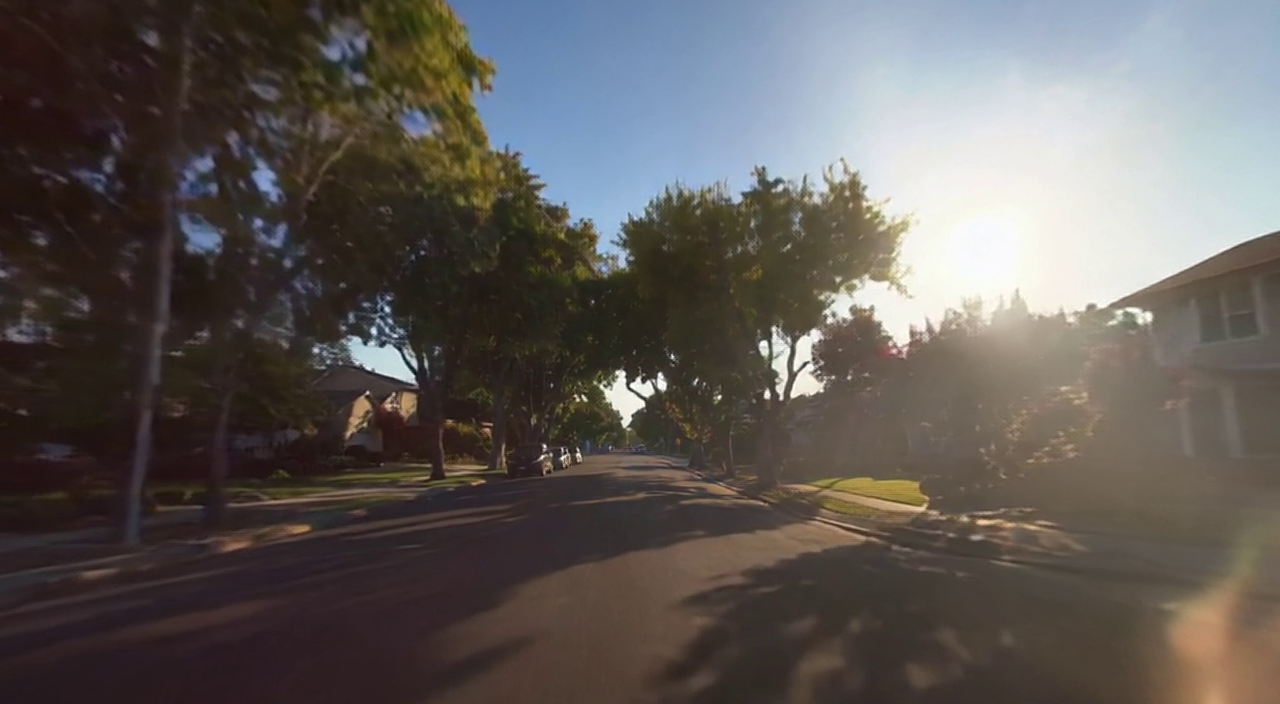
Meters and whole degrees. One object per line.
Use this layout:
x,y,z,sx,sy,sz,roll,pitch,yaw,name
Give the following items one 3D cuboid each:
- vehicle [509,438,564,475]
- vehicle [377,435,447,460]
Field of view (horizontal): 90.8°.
-5.784,5.952,36.221,2.341,1.886,5.684,1,-9,-2,vehicle
-17.340,7.233,48.104,4.546,1.791,1.992,0,-7,-1,vehicle
